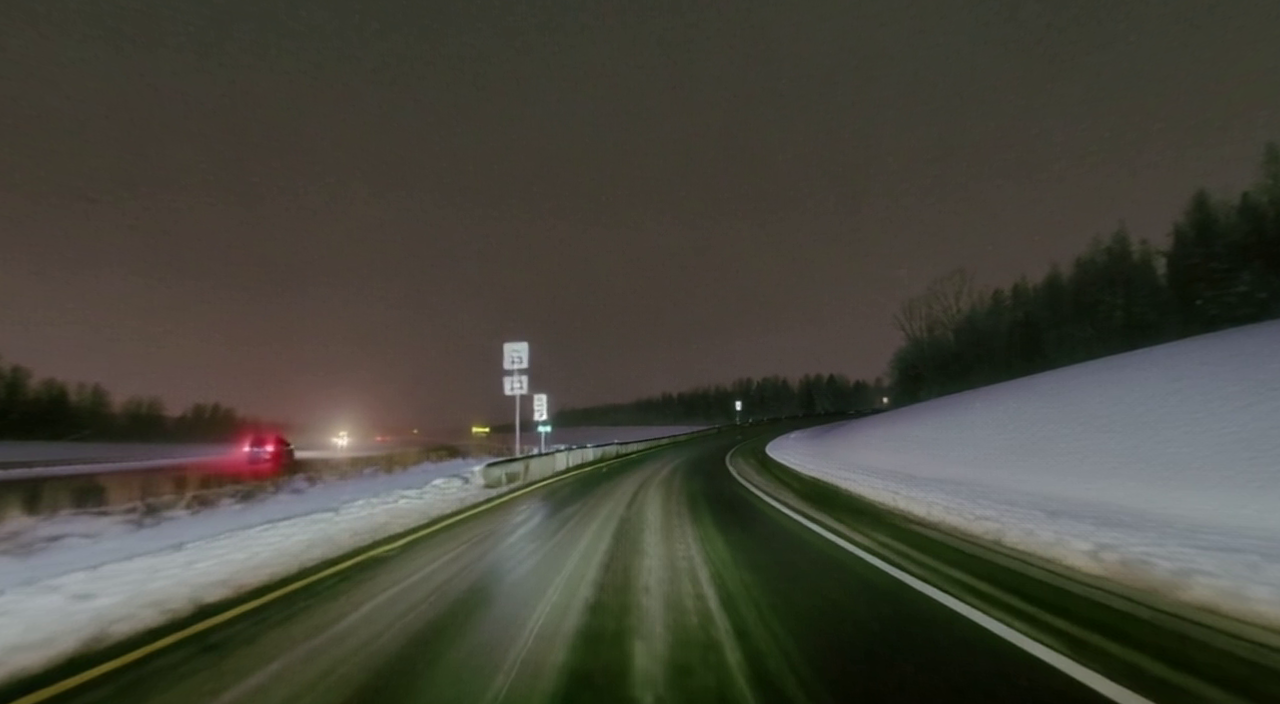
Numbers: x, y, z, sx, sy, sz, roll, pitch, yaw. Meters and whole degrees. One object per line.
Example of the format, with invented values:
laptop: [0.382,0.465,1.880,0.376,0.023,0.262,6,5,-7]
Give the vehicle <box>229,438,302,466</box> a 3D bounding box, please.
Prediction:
vehicle: [-20.990,5.590,35.431,1.895,1.451,4.168,1,-8,-7]
